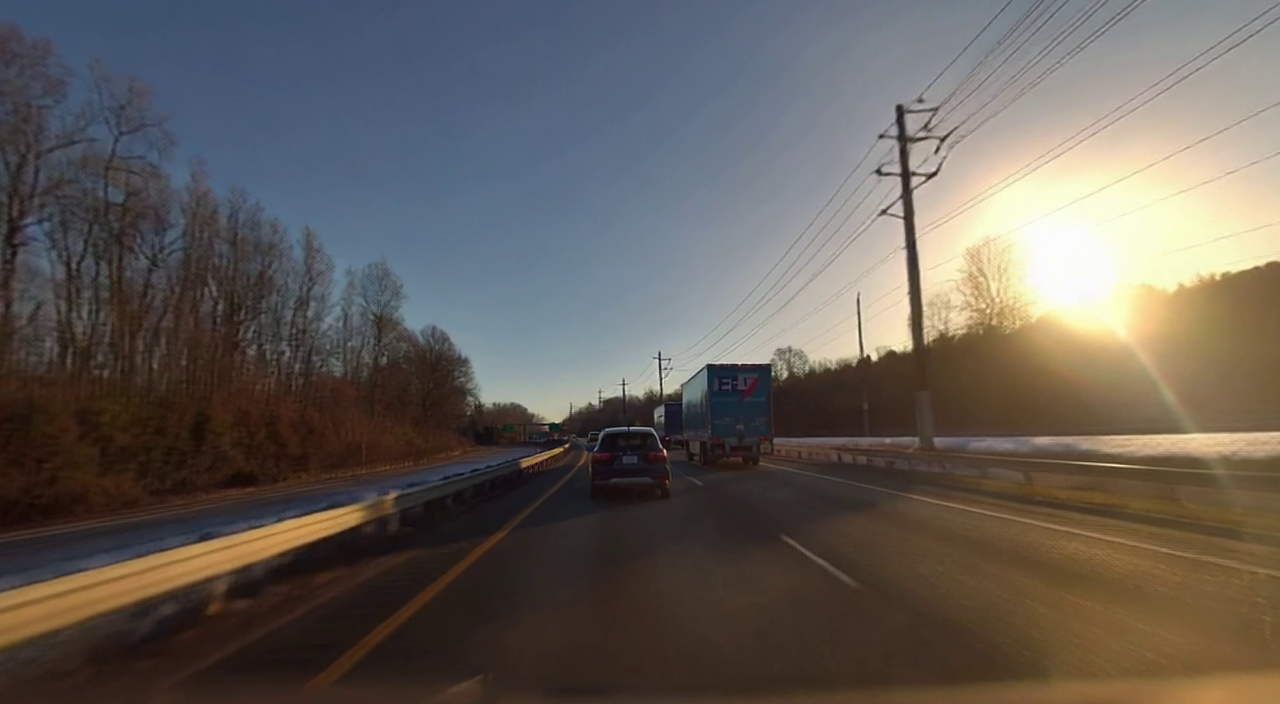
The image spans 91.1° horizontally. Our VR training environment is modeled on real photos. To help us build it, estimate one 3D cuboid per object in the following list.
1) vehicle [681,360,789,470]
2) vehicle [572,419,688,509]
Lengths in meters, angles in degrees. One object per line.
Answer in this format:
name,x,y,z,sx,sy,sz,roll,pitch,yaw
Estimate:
vehicle,3.612,2.796,26.591,2.835,3.872,8.916,0,-8,-2
vehicle,-0.223,2.244,13.140,2.062,1.581,3.914,0,-8,-1
